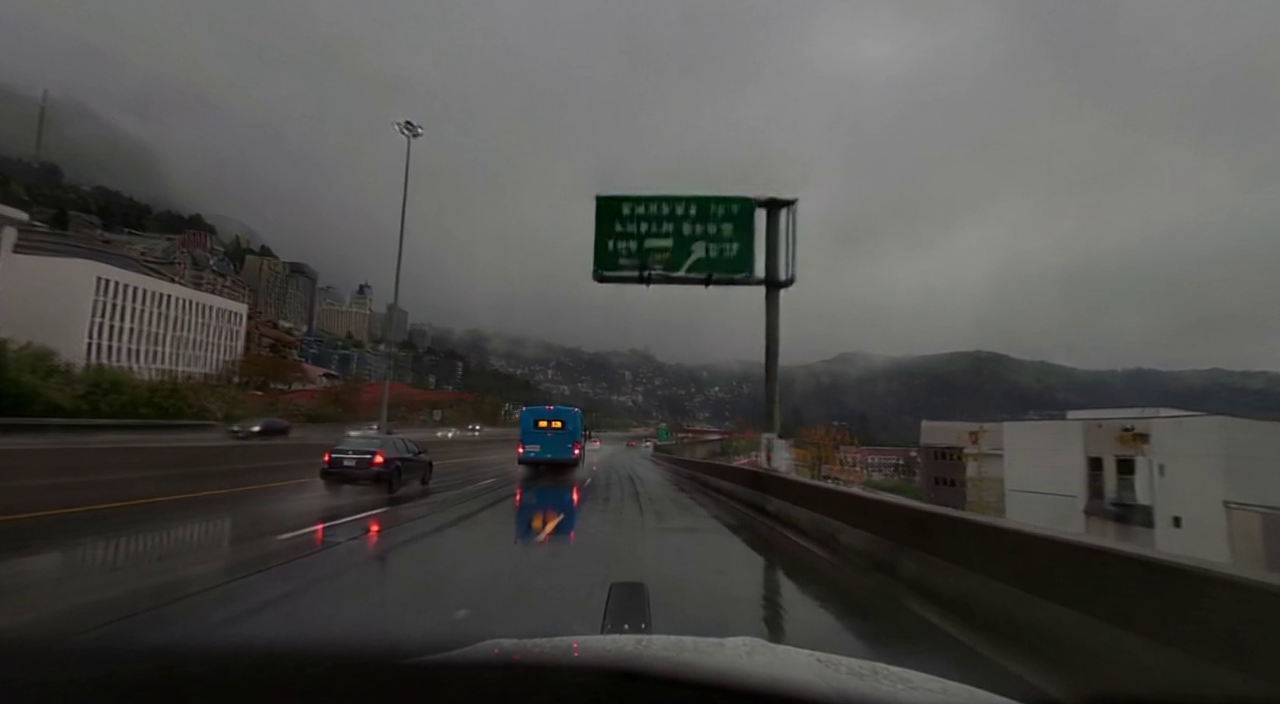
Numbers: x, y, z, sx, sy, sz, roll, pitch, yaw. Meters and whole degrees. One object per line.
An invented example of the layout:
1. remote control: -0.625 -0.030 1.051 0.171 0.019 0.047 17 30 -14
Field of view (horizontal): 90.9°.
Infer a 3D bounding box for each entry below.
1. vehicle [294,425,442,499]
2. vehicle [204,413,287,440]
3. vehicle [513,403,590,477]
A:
1. vehicle: -6.993 2.892 16.840 1.993 1.690 4.450 0 -9 0
2. vehicle: -29.784 5.714 47.890 2.209 1.845 5.765 -1 -9 5
3. vehicle: -3.880 4.248 29.628 2.888 2.944 8.373 1 -10 -3
